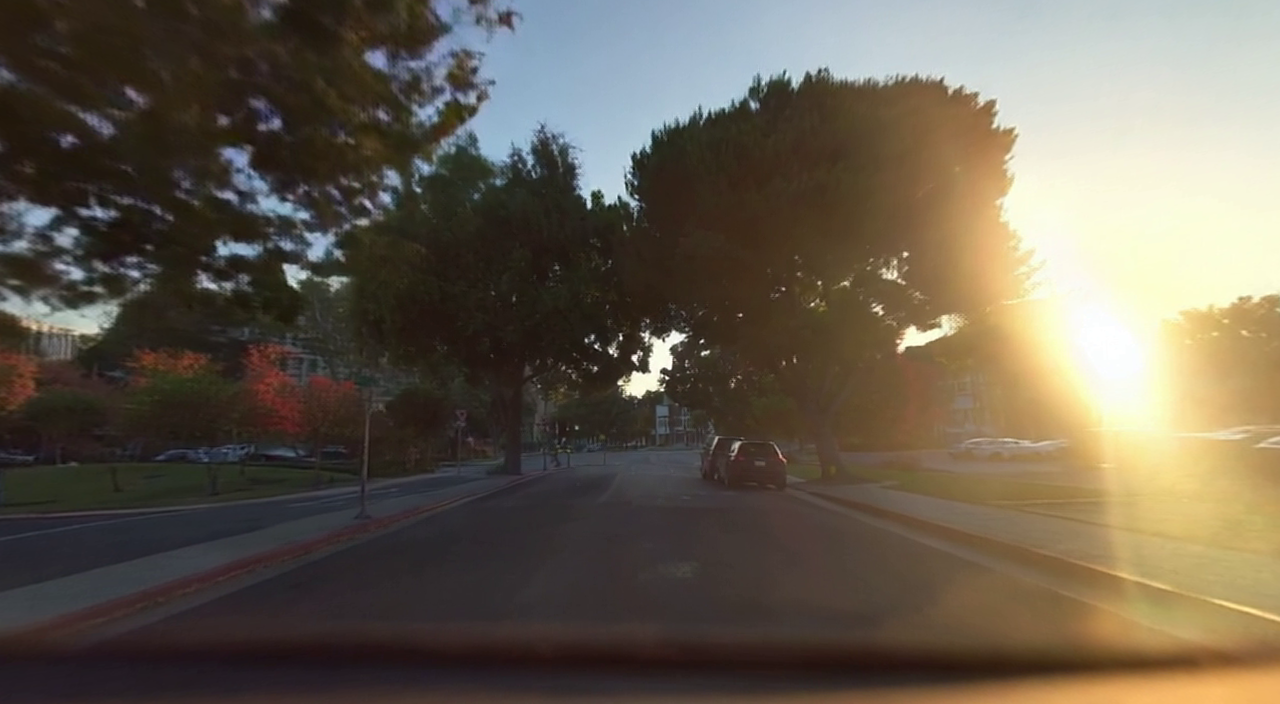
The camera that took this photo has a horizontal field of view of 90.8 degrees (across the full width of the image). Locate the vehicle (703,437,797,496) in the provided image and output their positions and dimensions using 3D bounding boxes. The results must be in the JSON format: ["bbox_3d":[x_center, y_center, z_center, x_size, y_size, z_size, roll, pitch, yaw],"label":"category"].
[{"bbox_3d":[3.137,3.368,19.045,2.064,1.532,4.596,0,-8,0],"label":"vehicle"}]
